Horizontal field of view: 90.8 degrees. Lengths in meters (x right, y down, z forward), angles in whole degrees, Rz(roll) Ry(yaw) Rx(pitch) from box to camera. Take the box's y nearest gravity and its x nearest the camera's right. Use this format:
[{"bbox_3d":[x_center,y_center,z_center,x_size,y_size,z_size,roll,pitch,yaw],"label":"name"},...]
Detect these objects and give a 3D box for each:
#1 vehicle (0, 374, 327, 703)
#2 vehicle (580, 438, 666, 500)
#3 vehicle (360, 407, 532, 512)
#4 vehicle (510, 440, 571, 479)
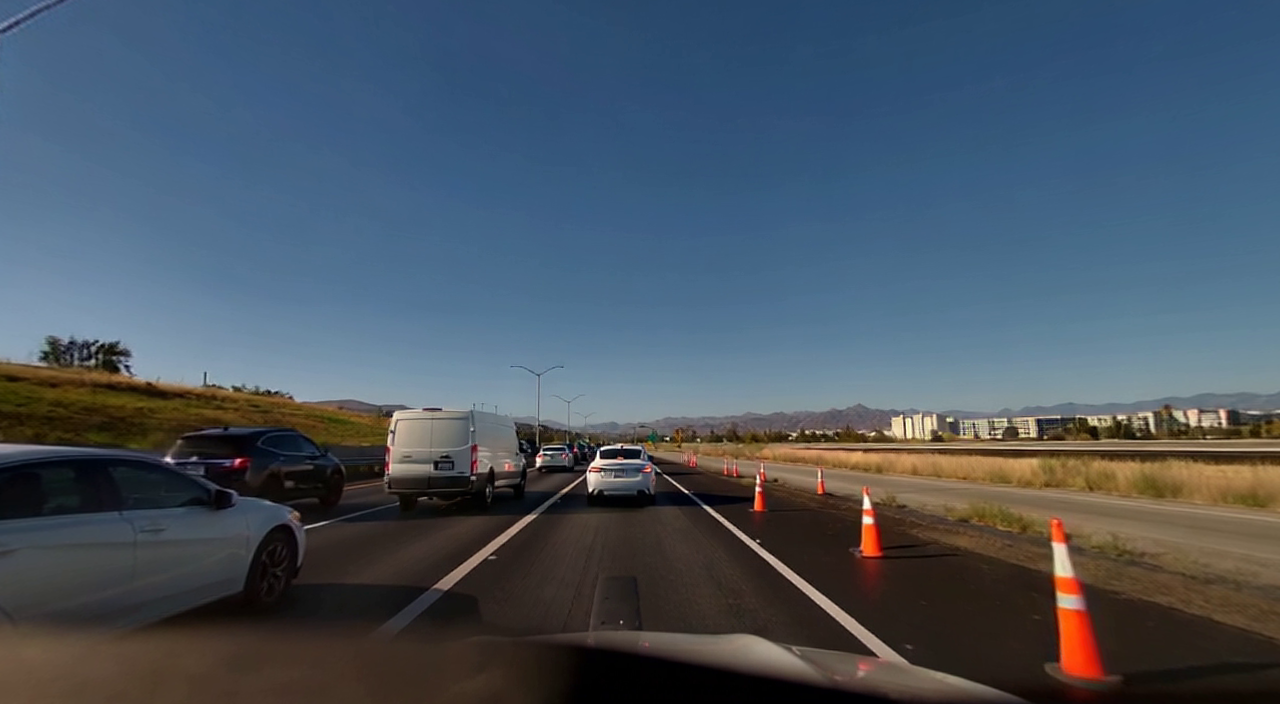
[{"bbox_3d":[-3.910,1.007,3.511,2.041,1.604,4.384,0,-9,1],"label":"vehicle"},{"bbox_3d":[-0.457,3.114,17.209,2.069,1.484,3.918,0,-9,-1],"label":"vehicle"},{"bbox_3d":[-4.274,2.518,15.212,2.324,2.012,5.740,0,-9,0],"label":"vehicle"},{"bbox_3d":[-3.986,4.368,25.927,1.824,1.459,4.007,0,-9,1],"label":"vehicle"}]
